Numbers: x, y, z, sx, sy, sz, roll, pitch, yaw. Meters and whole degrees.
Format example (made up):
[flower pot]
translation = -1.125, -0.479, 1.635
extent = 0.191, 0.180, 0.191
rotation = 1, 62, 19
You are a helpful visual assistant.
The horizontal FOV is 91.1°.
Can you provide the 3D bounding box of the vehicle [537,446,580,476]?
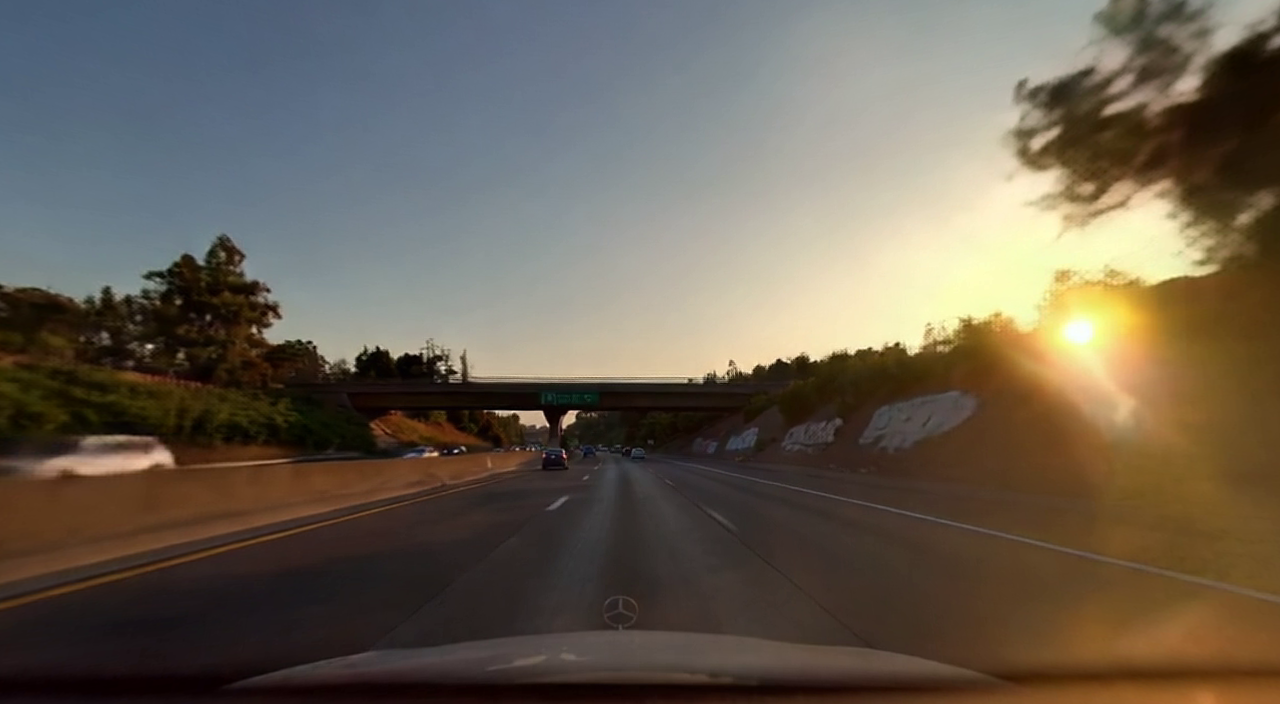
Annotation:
[vehicle]
translation = -4.323, 5.838, 33.853
extent = 1.871, 1.459, 3.771
rotation = 0, -9, -2
